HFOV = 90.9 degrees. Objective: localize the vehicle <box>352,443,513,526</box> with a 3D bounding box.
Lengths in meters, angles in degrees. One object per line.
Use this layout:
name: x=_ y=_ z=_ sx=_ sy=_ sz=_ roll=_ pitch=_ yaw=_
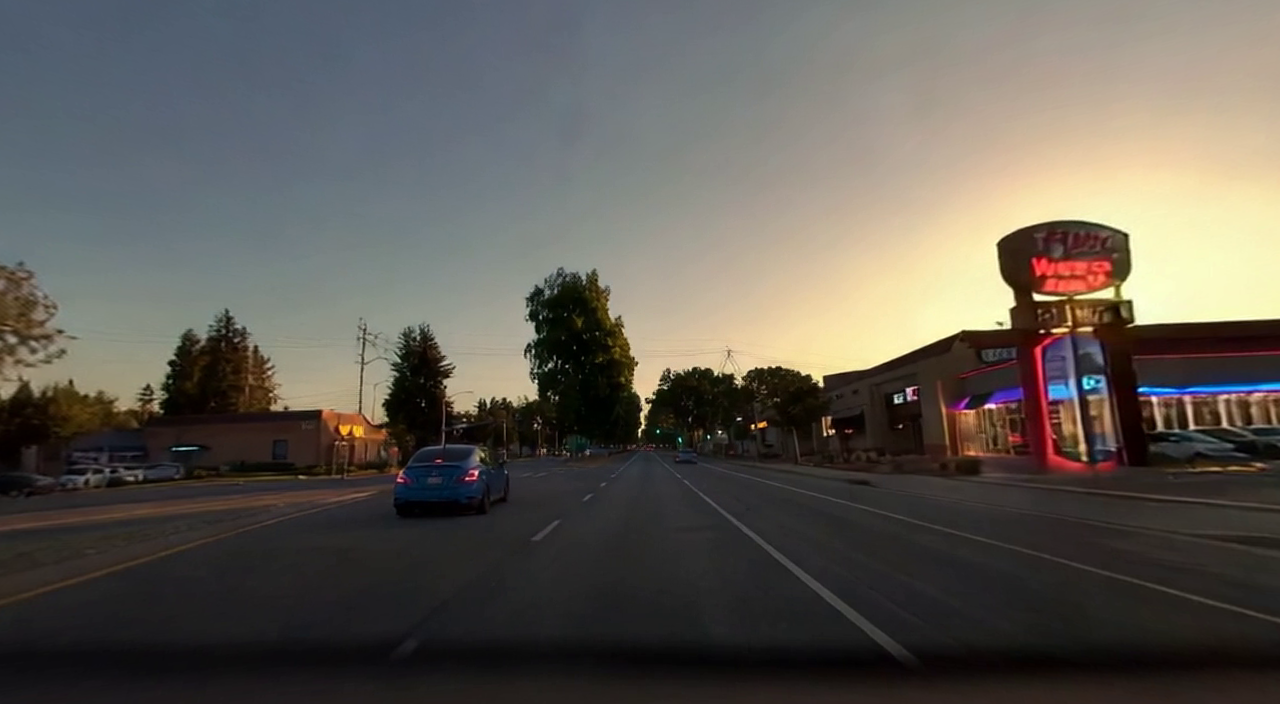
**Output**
vehicle: x=-4.190 y=2.718 z=13.643 sx=2.082 sy=1.460 sz=4.636 roll=0 pitch=-8 yaw=-2
